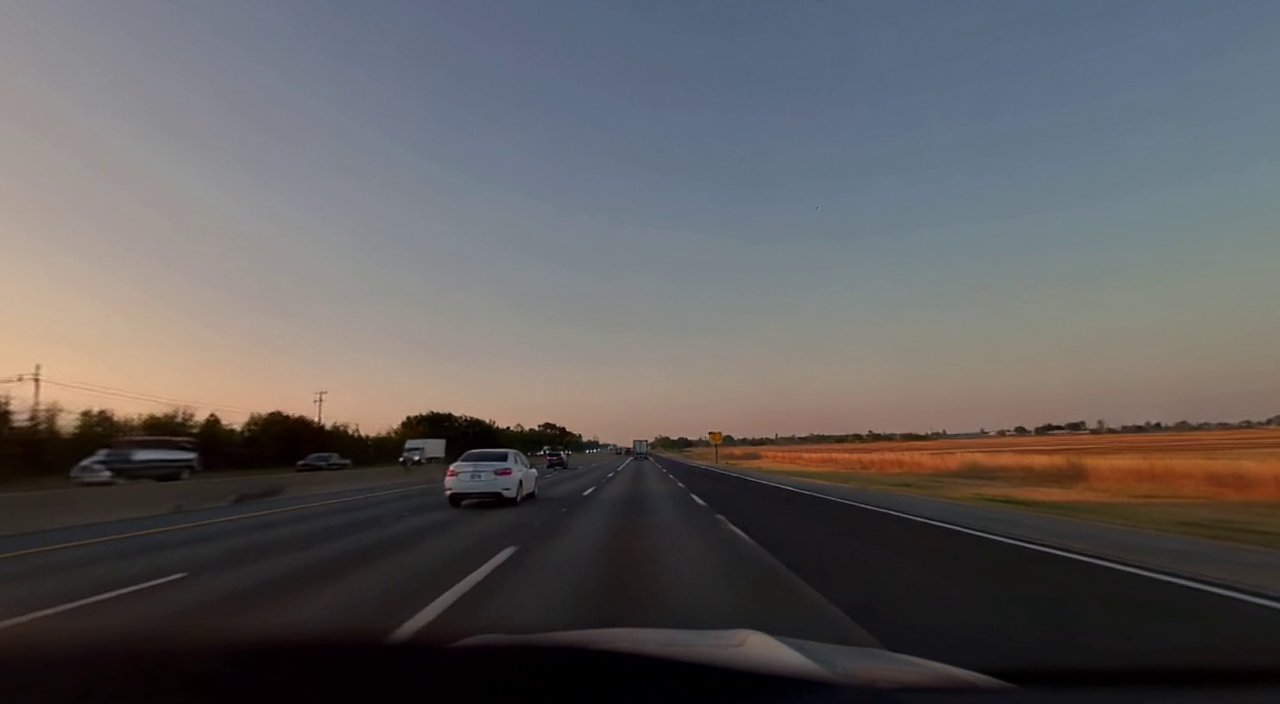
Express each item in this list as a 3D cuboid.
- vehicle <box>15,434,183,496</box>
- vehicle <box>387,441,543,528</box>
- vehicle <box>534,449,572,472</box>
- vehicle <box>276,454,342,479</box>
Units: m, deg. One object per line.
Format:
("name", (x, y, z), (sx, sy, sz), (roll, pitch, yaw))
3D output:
("vehicle", (-25.959, 5.460, 30.773), (2.492, 2.698, 6.313), (0, -9, 0))
("vehicle", (-3.619, 2.843, 14.082), (2.139, 1.607, 4.378), (0, -9, 1))
("vehicle", (-6.750, 8.453, 49.311), (2.234, 1.698, 4.634), (0, -9, 1))
("vehicle", (-21.476, 7.411, 41.158), (1.848, 1.529, 4.547), (0, -9, 0))
